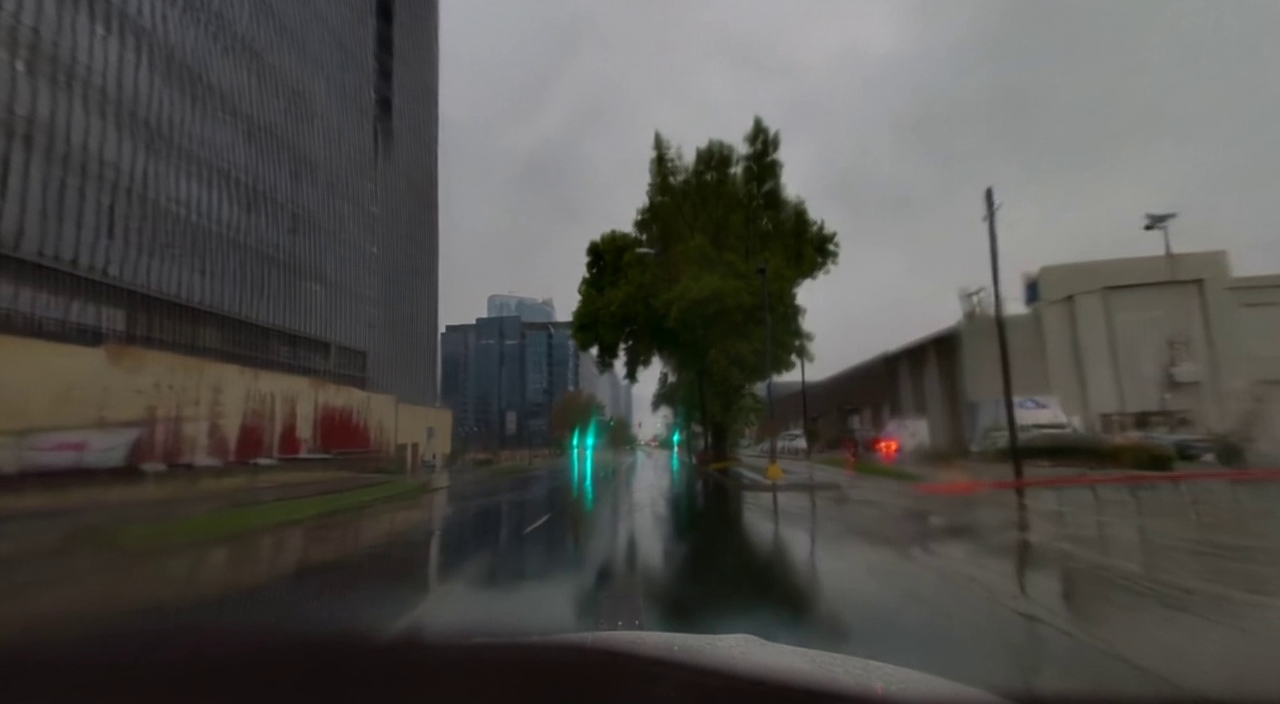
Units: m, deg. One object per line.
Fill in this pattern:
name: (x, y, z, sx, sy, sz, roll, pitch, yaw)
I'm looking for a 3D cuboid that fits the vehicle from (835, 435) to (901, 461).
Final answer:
vehicle: (15.043, 6.338, 41.603, 3.627, 1.567, 1.774, -2, -8, 2)
